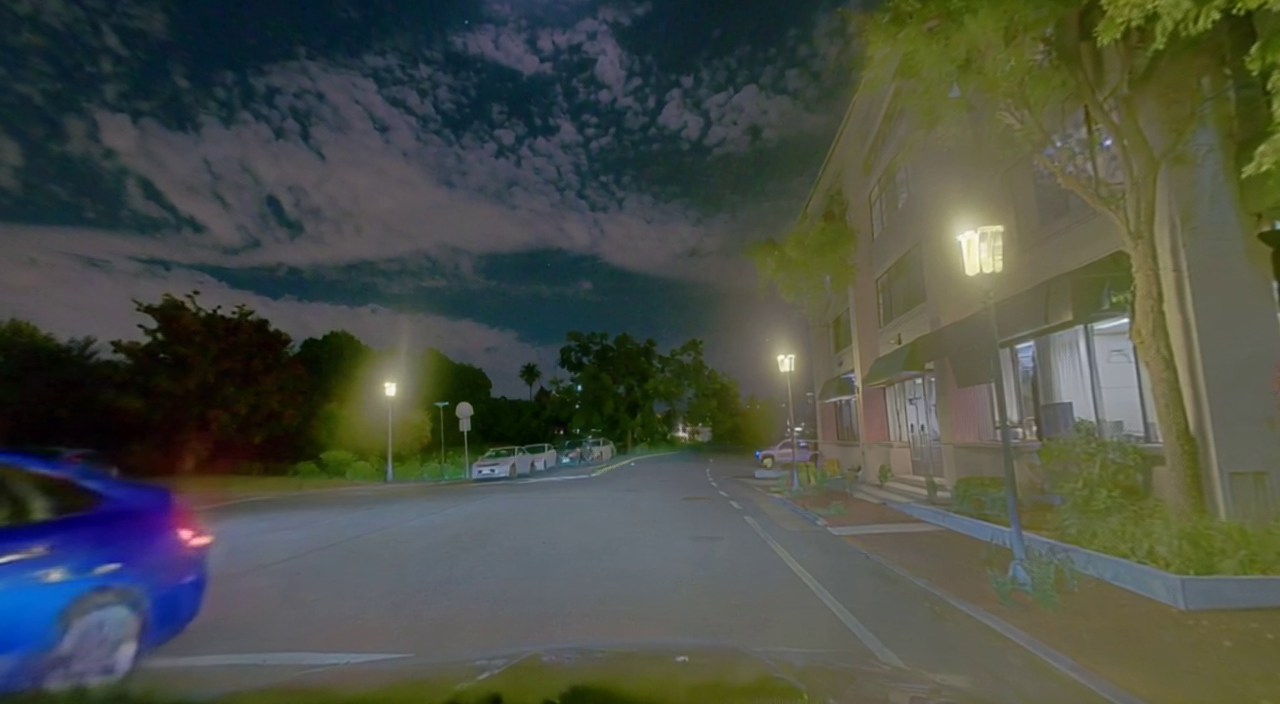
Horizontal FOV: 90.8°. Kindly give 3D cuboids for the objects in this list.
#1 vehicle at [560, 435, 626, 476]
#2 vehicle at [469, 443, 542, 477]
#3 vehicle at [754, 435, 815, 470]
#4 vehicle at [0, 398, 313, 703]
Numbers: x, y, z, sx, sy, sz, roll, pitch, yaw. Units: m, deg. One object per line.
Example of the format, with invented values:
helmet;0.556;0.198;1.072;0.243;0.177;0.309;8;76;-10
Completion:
vehicle;-1.974;4.572;28.126;2.110;1.651;4.410;-1;-9;7
vehicle;-6.075;4.942;29.085;1.968;1.443;4.358;-1;-9;6
vehicle;6.685;4.689;29.696;1.918;1.461;4.419;-1;-8;1
vehicle;-3.527;0.937;2.413;2.056;1.508;4.596;0;-9;1
